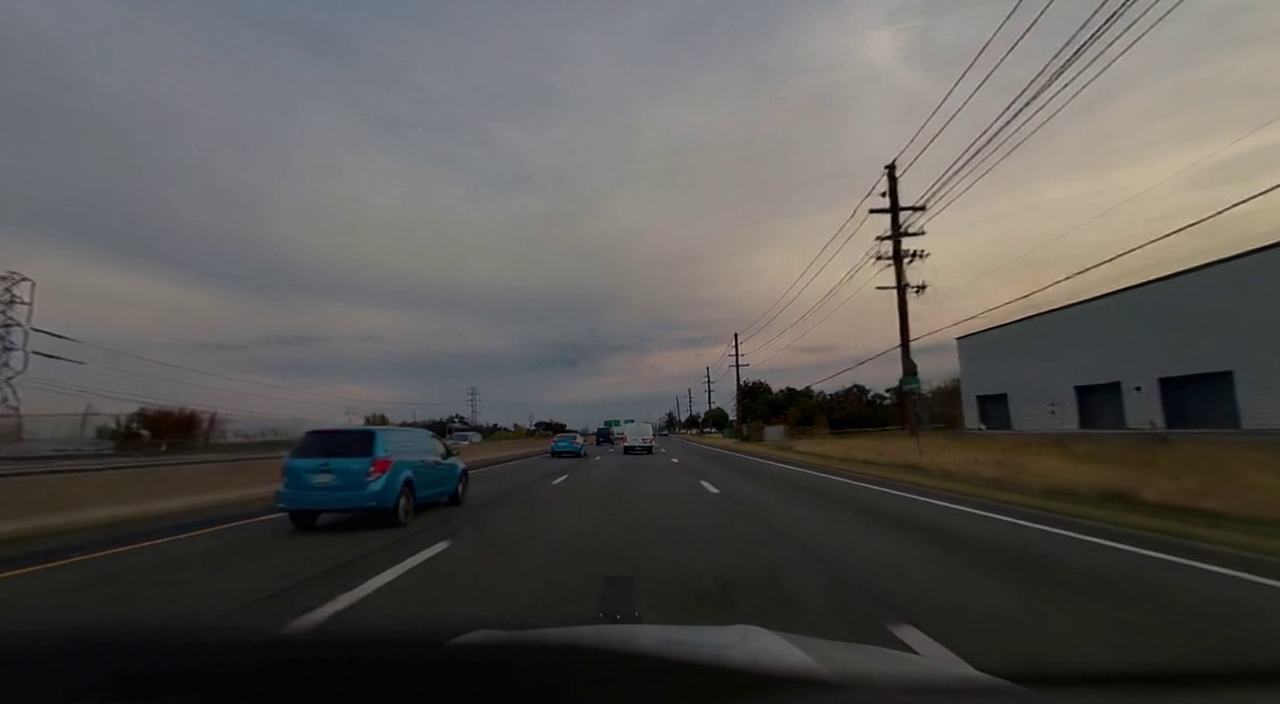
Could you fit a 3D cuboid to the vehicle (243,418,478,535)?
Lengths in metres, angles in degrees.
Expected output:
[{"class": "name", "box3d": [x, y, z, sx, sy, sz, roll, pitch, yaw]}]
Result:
[{"class": "vehicle", "box3d": [-4.309, 1.961, 10.597, 2.058, 1.557, 4.125, 0, -8, 0]}]

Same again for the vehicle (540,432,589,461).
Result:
[{"class": "vehicle", "box3d": [-4.067, 5.151, 34.483, 2.087, 1.464, 4.853, 0, -8, 0]}]

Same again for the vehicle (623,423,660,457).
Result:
[{"class": "vehicle", "box3d": [0.030, 5.628, 40.346, 2.213, 1.997, 4.456, 0, -8, -1]}]
